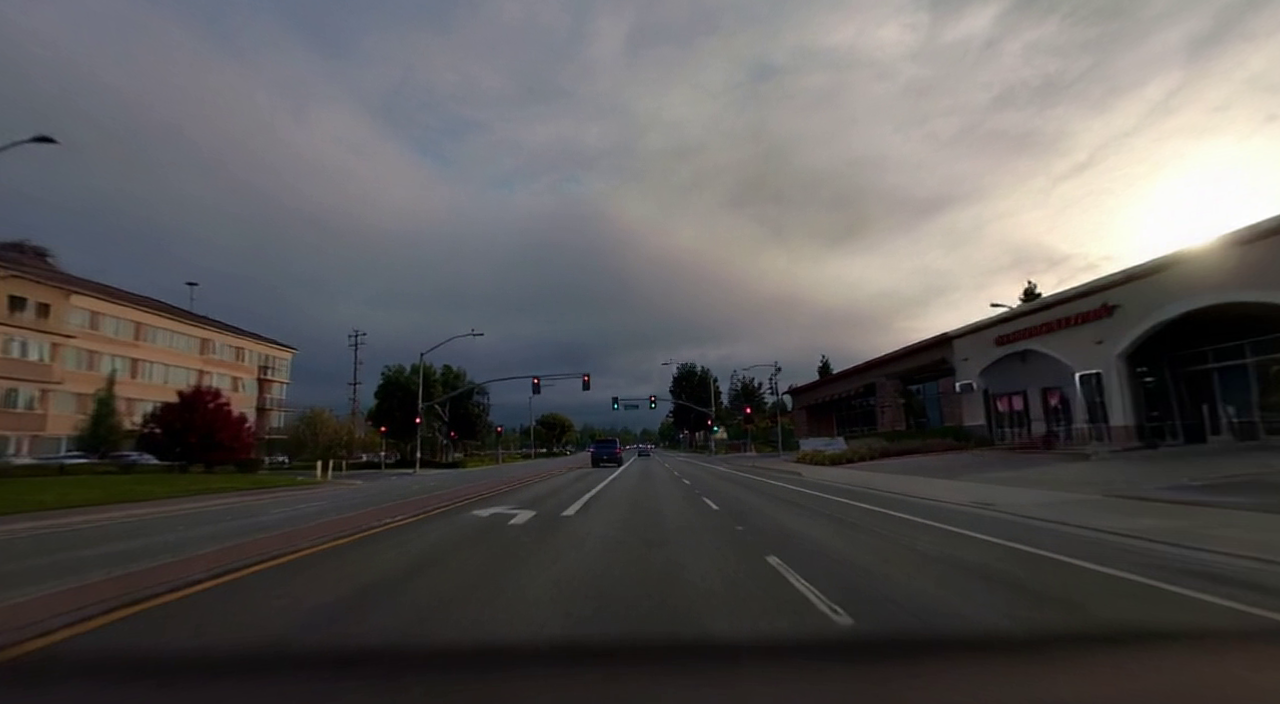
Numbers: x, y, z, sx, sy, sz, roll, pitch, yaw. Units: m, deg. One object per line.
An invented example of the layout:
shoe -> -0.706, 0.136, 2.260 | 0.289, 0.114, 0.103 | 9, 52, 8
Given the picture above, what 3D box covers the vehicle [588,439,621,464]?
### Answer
vehicle -> -2.653, 7.634, 48.644 | 2.250, 1.791, 4.300 | 0, -8, 1
